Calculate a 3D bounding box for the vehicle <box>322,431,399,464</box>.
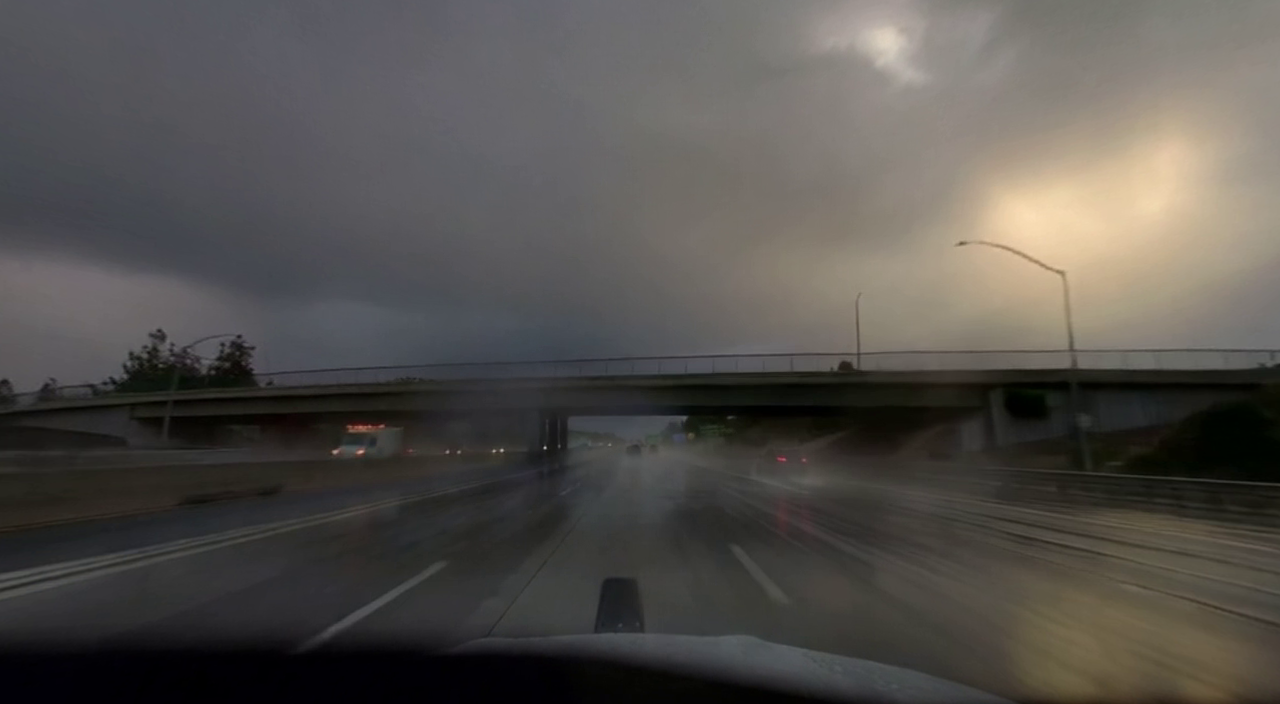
[{"bbox_3d":[-17.434,6.011,39.751,2.233,1.914,5.676,0,-9,0],"label":"vehicle"}]
